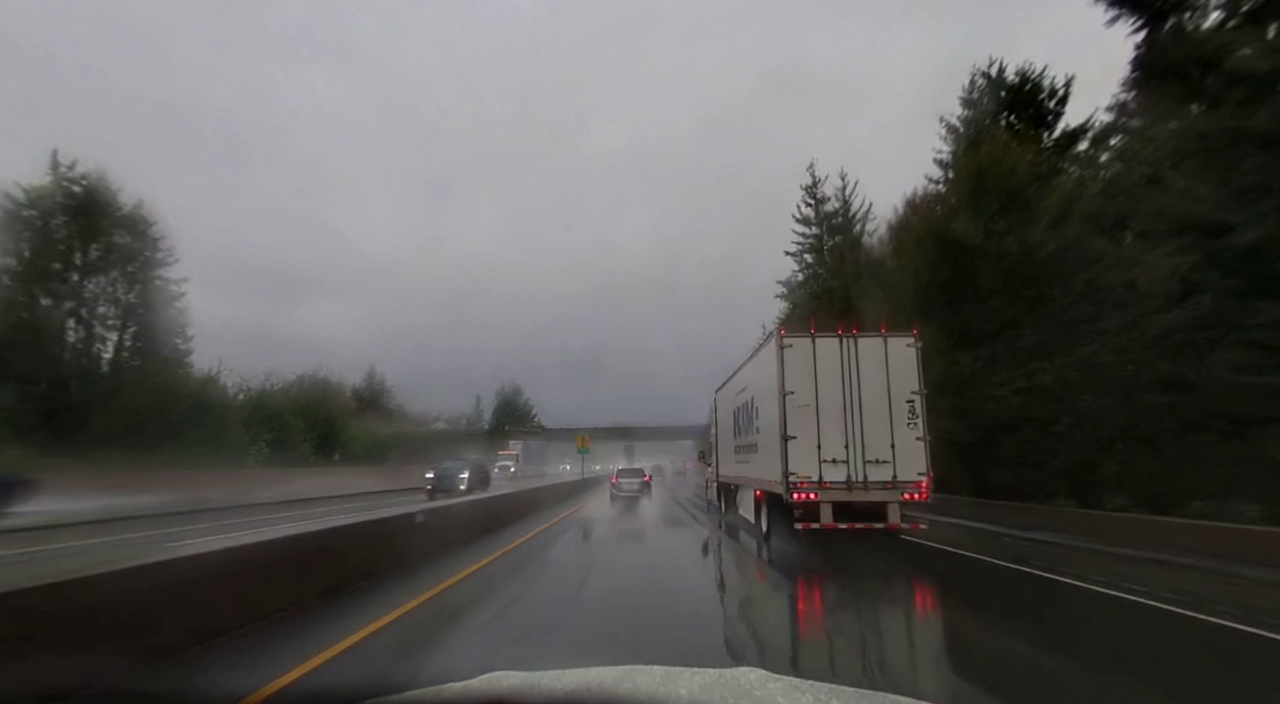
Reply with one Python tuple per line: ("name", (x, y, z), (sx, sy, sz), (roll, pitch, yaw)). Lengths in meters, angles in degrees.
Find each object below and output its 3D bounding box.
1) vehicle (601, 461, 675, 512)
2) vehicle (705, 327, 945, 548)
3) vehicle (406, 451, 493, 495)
("vehicle", (-0.059, 4.292, 20.278), (2.156, 1.444, 3.762), (1, -10, 0))
("vehicle", (4.319, 3.096, 20.255), (2.964, 4.188, 16.587), (1, -11, 1))
("vehicle", (-8.926, 5.768, 30.039), (2.162, 1.857, 5.332), (0, -11, 3))
